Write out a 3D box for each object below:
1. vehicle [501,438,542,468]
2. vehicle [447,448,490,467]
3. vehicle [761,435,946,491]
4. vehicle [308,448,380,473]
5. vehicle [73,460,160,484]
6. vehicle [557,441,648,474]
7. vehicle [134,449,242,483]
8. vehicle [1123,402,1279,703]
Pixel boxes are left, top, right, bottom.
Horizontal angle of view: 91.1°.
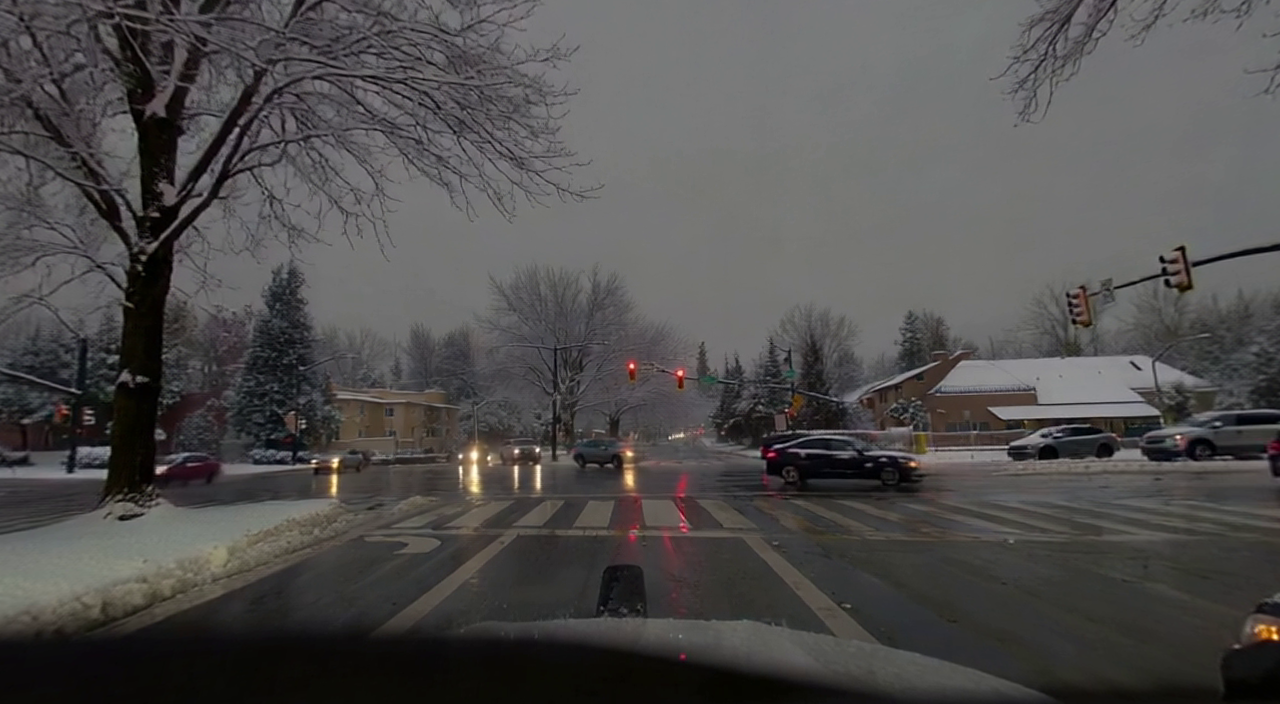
[{"bbox_3d":[-7.792,6.545,40.857,2.276,1.842,4.958,2,-9,-14],"label":"vehicle"},{"bbox_3d":[-12.679,7.787,46.642,1.921,1.304,4.050,0,-8,1],"label":"vehicle"},{"bbox_3d":[6.066,3.139,18.088,4.719,1.449,2.026,-3,-9,21],"label":"vehicle"},{"bbox_3d":[-18.385,6.749,39.299,2.203,1.471,4.723,0,-8,0],"label":"vehicle"},{"bbox_3d":[-33.010,7.515,39.633,1.648,1.330,3.857,-7,-11,39],"label":"vehicle"},{"bbox_3d":[-1.973,5.224,31.417,2.006,1.515,5.017,7,-11,-39],"label":"vehicle"},{"bbox_3d":[-21.694,5.456,30.423,1.853,1.456,4.531,0,-8,0],"label":"vehicle"},{"bbox_3d":[3.095,0.655,0.420,1.990,1.454,4.490,0,-8,1],"label":"vehicle"}]
